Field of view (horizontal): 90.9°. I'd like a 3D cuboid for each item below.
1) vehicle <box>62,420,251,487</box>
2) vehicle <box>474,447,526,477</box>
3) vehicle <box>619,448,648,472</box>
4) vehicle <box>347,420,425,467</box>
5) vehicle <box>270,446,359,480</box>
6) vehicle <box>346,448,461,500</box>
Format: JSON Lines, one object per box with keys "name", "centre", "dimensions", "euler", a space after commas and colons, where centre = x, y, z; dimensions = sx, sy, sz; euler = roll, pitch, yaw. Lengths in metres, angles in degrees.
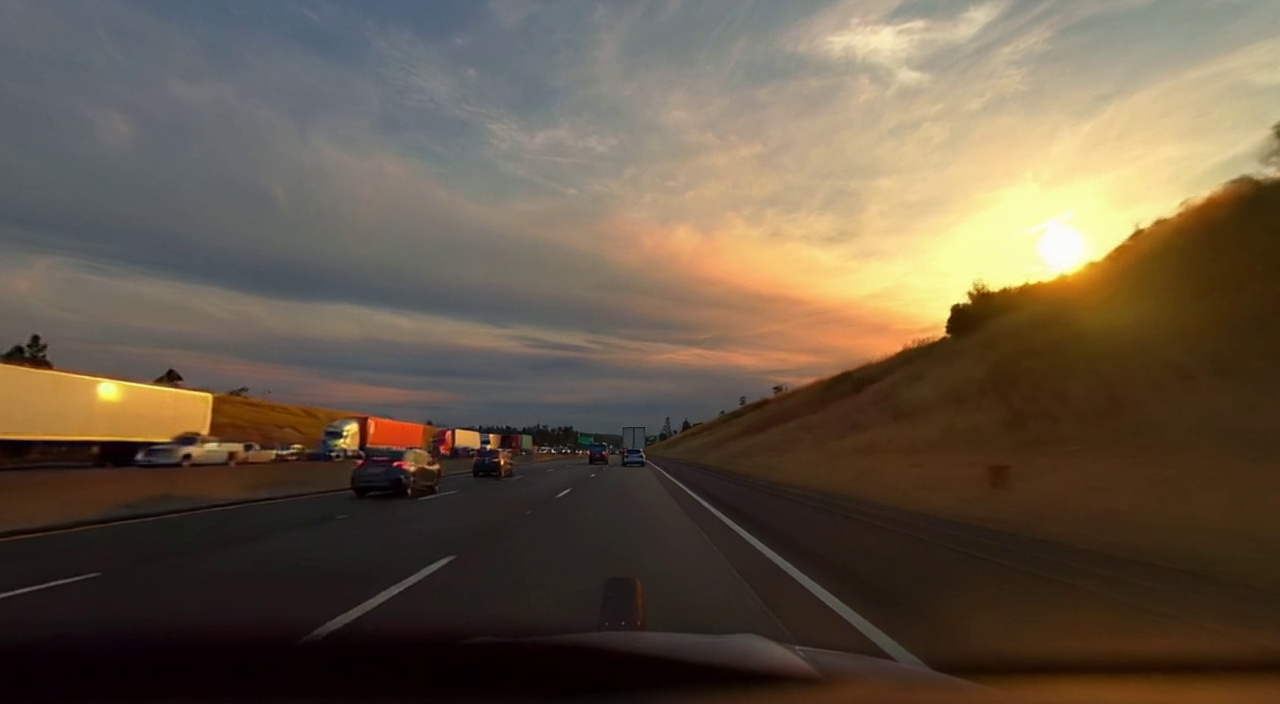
{"name": "vehicle", "centre": [-14.890, 3.194, 19.879], "dimensions": [2.153, 1.828, 4.818], "euler": [0, -9, -1]}
{"name": "vehicle", "centre": [-8.054, 6.345, 36.641], "dimensions": [2.004, 1.629, 4.506], "euler": [0, -9, 0]}
{"name": "vehicle", "centre": [-0.461, 7.943, 46.376], "dimensions": [2.009, 1.657, 3.962], "euler": [0, -9, 0]}
{"name": "vehicle", "centre": [-19.833, 7.250, 49.858], "dimensions": [2.935, 3.383, 7.992], "euler": [0, -9, -1]}
{"name": "vehicle", "centre": [-14.755, 5.046, 28.846], "dimensions": [1.927, 1.393, 4.071], "euler": [0, -9, -1]}
{"name": "vehicle", "centre": [-7.341, 3.799, 20.109], "dimensions": [1.895, 1.446, 4.456], "euler": [0, -9, 0]}
